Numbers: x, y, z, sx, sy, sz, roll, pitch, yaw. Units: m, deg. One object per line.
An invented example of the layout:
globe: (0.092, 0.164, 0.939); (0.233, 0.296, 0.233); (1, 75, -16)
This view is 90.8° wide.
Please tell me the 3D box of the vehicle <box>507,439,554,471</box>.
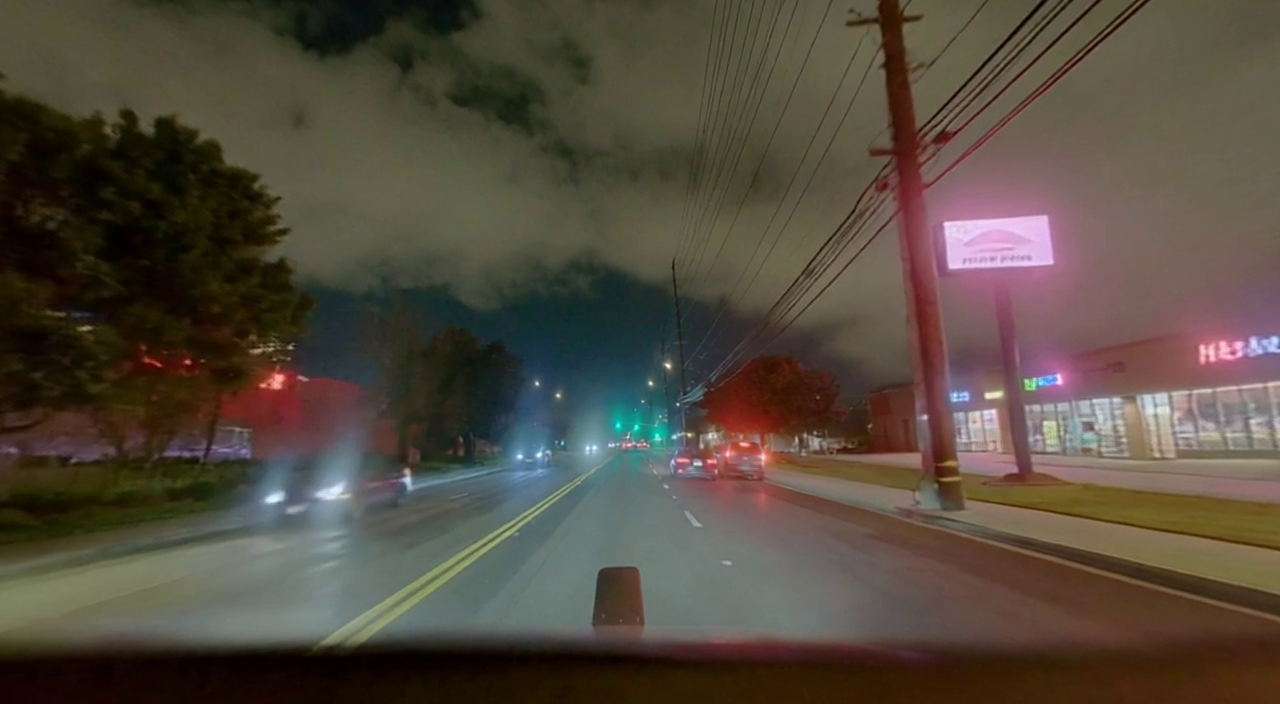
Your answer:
vehicle: (-6.466, 6.116, 37.759); (2.037, 1.777, 4.407); (0, -8, 0)

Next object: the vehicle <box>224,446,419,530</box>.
vehicle: (-6.403, 2.739, 13.406); (1.868, 1.466, 4.397); (0, -8, 0)

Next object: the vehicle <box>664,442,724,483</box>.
vehicle: (2.035, 4.305, 24.892); (1.975, 1.497, 3.647); (0, -8, -1)

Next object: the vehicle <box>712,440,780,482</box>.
vehicle: (4.886, 5.096, 30.004); (2.143, 1.788, 5.388); (0, -8, -1)
